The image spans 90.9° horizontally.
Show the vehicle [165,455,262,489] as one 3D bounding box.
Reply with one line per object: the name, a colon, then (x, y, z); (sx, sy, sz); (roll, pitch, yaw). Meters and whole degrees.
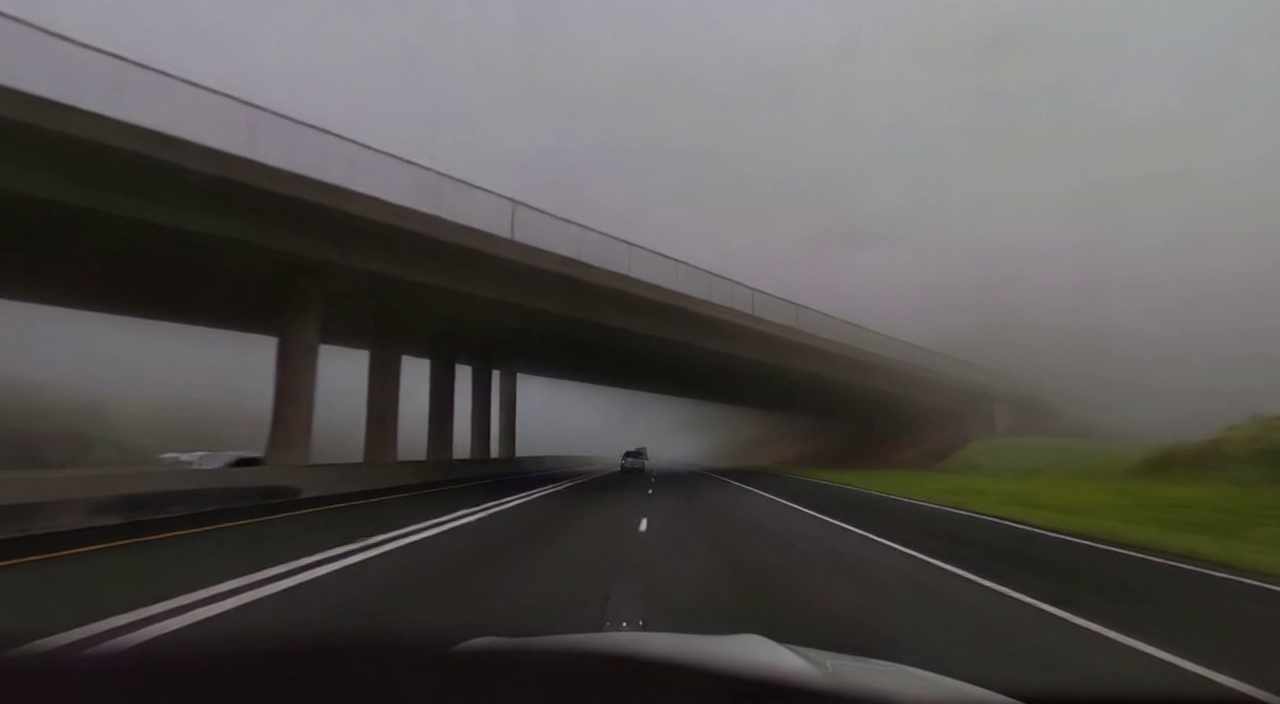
vehicle: (-20.842, 5.840, 31.025); (1.830, 1.521, 4.062); (0, -9, 1)
